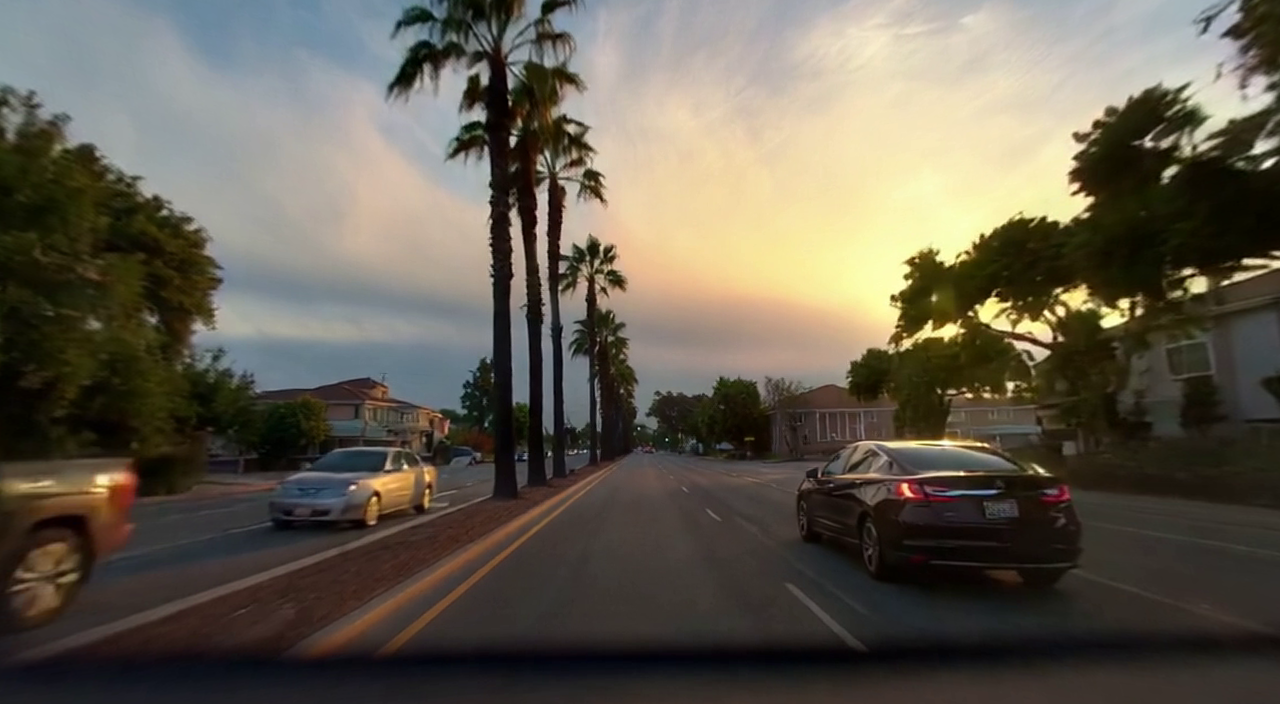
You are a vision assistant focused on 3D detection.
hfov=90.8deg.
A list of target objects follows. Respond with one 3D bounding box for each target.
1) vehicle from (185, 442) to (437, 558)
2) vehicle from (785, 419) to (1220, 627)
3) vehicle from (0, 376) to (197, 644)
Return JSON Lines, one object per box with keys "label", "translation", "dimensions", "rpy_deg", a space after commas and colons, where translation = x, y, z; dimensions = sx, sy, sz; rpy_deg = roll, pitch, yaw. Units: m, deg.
{"label": "vehicle", "translation": [-4.837, 2.197, 10.154], "dimensions": [1.798, 1.441, 4.309], "rpy_deg": [0, -9, -1]}
{"label": "vehicle", "translation": [3.187, 1.608, 6.996], "dimensions": [1.989, 1.492, 4.689], "rpy_deg": [0, -9, -1]}
{"label": "vehicle", "translation": [-5.185, 0.911, 3.313], "dimensions": [1.917, 1.756, 5.264], "rpy_deg": [0, -9, -1]}
